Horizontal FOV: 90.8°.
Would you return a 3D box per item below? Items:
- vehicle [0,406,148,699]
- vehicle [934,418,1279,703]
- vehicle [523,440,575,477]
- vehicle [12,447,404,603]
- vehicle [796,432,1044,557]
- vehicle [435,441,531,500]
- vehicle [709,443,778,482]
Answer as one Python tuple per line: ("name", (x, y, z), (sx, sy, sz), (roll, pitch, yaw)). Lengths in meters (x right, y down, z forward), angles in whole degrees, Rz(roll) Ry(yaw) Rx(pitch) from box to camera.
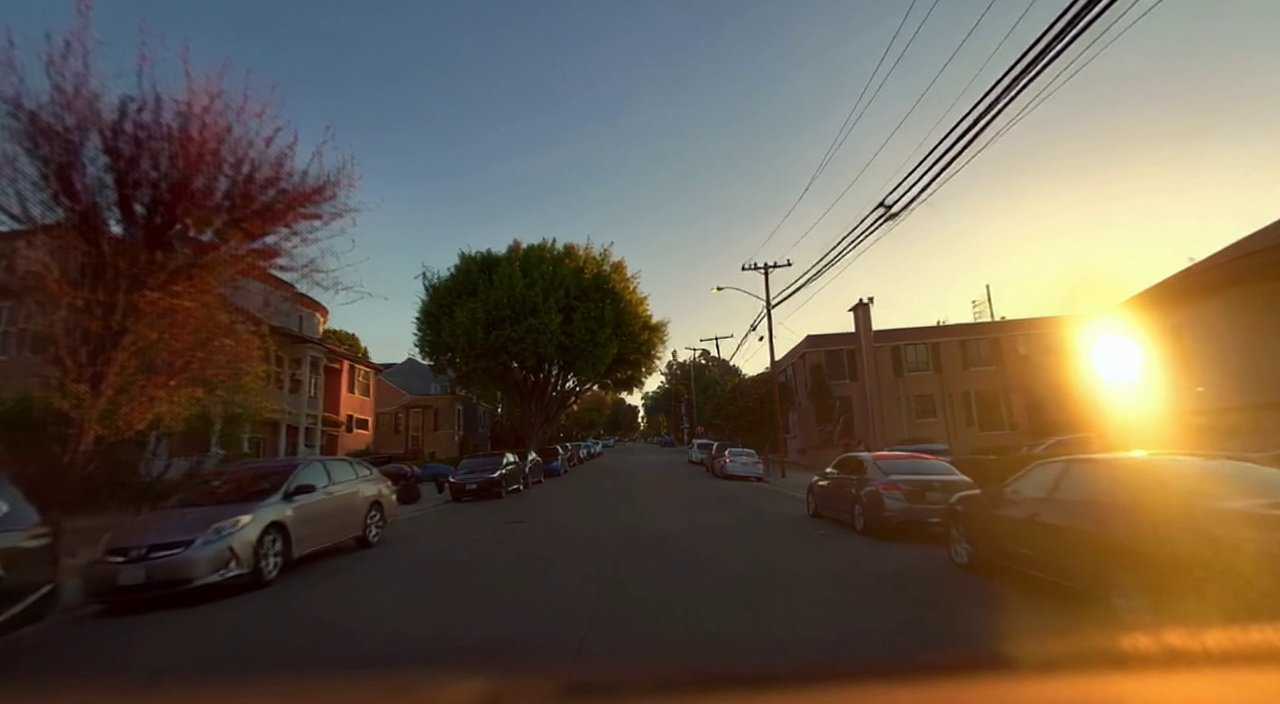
("vehicle", (-5.083, 1.024, 2.472), (2.360, 1.772, 4.907), (0, -8, -1))
("vehicle", (4.451, 1.444, 5.347), (1.864, 1.592, 4.221), (0, -8, 0))
("vehicle", (-5.162, 6.126, 36.787), (2.184, 1.958, 5.757), (0, -8, 0))
("vehicle", (-5.156, 2.069, 8.599), (2.109, 1.501, 4.522), (0, -8, 0))
("vehicle", (4.233, 2.264, 10.658), (2.057, 1.511, 4.858), (2, -10, 1))
("vehicle", (-5.013, 3.837, 20.873), (2.032, 1.716, 4.382), (0, -8, 0))
("vehicle", (4.360, 4.721, 27.390), (2.174, 1.504, 4.809), (0, -8, 0))
